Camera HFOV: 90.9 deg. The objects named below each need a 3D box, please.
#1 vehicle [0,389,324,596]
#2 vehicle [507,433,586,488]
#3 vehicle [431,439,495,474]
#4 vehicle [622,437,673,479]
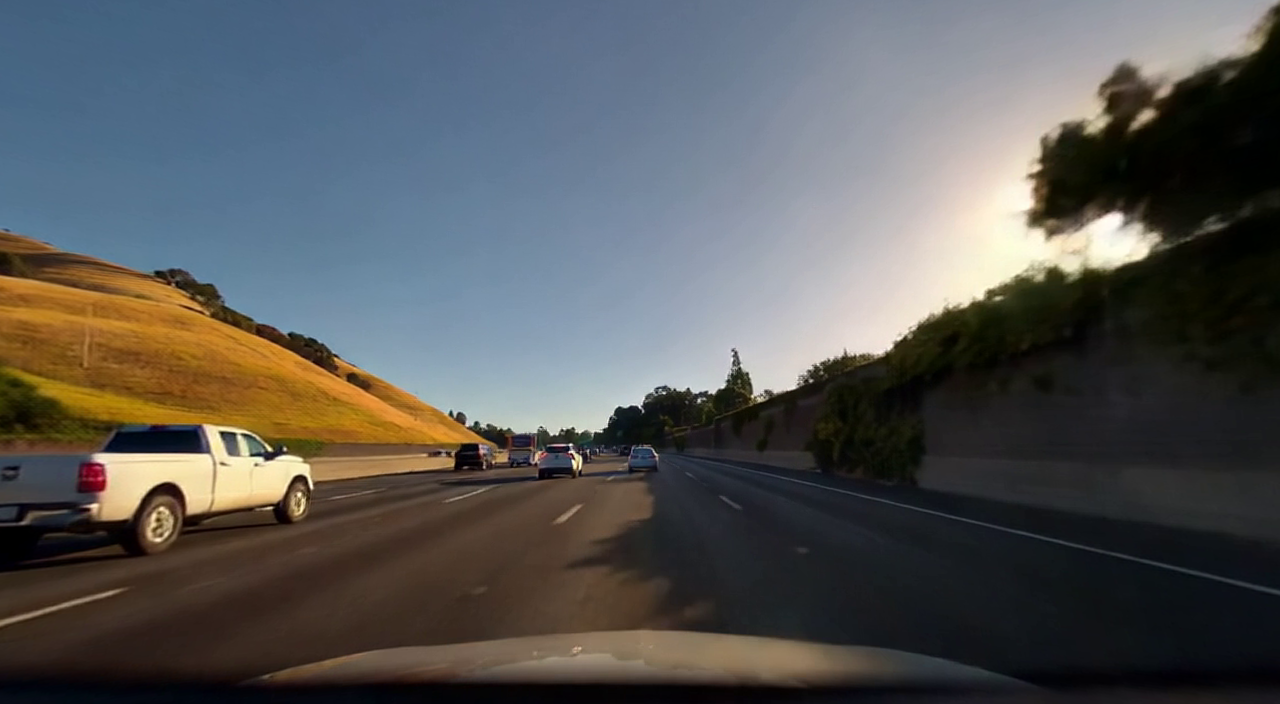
[{"bbox_3d":[-6.648,1.660,8.382,2.108,1.856,5.214,0,-9,1],"label":"vehicle"},{"bbox_3d":[-3.291,3.937,23.206,2.093,1.820,4.506,0,-9,1],"label":"vehicle"},{"bbox_3d":[-10.606,6.290,38.218,2.230,1.928,5.333,0,-9,1],"label":"vehicle"},{"bbox_3d":[0.332,4.950,29.726,2.233,1.804,4.273,0,-9,0],"label":"vehicle"}]
